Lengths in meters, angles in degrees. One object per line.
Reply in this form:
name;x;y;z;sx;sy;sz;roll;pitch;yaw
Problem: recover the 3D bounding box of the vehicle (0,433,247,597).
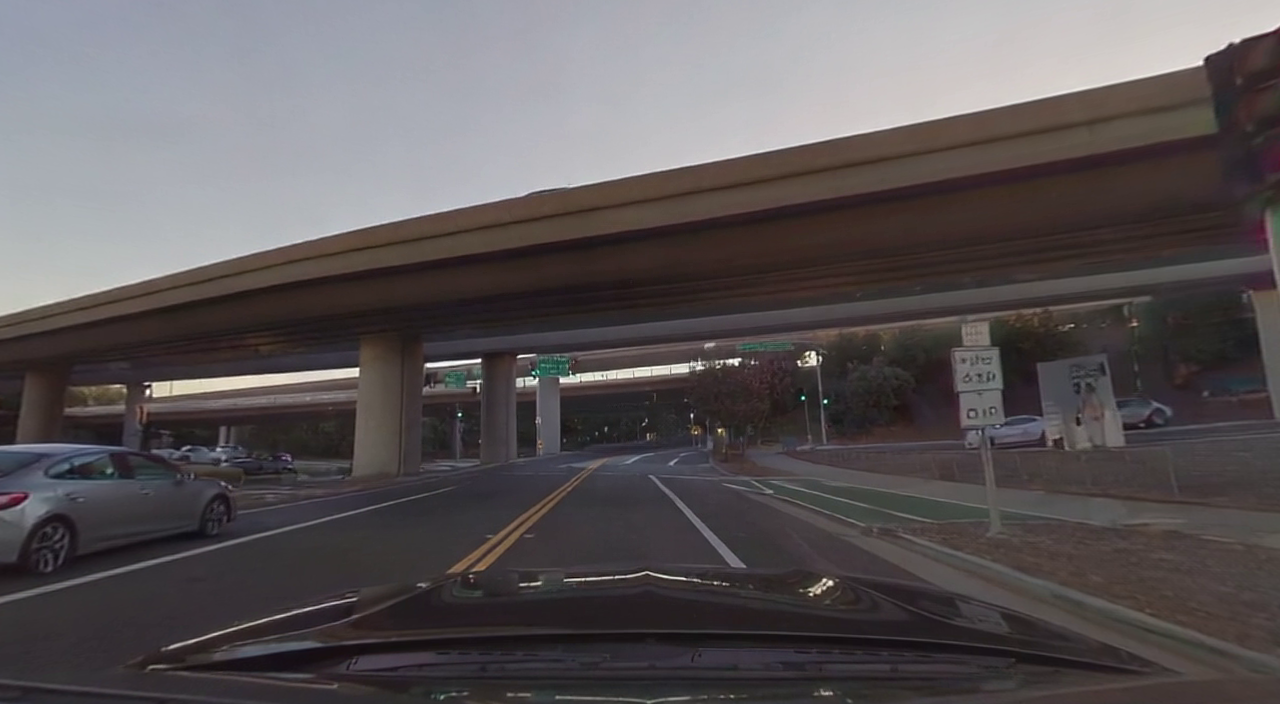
vehicle;-7.691;1.974;8.497;2.108;1.670;4.235;0;-8;-2
